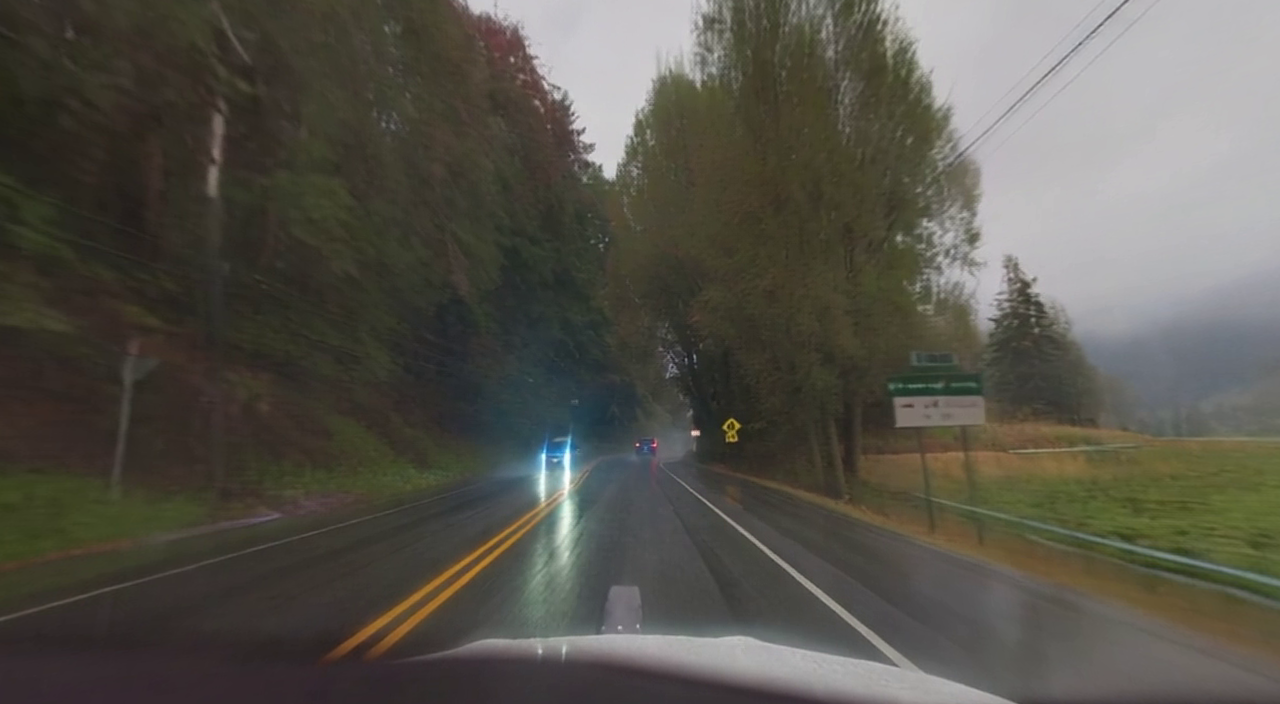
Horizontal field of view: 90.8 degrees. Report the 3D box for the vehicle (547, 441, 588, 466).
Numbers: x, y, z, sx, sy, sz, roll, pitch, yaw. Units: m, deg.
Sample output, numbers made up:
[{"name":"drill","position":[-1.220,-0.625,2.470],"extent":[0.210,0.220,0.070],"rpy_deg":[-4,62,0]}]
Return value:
[{"name":"vehicle","position":[-4.471,6.343,39.588],"extent":[2.083,1.476,4.513],"rpy_deg":[0,-9,0]}]
